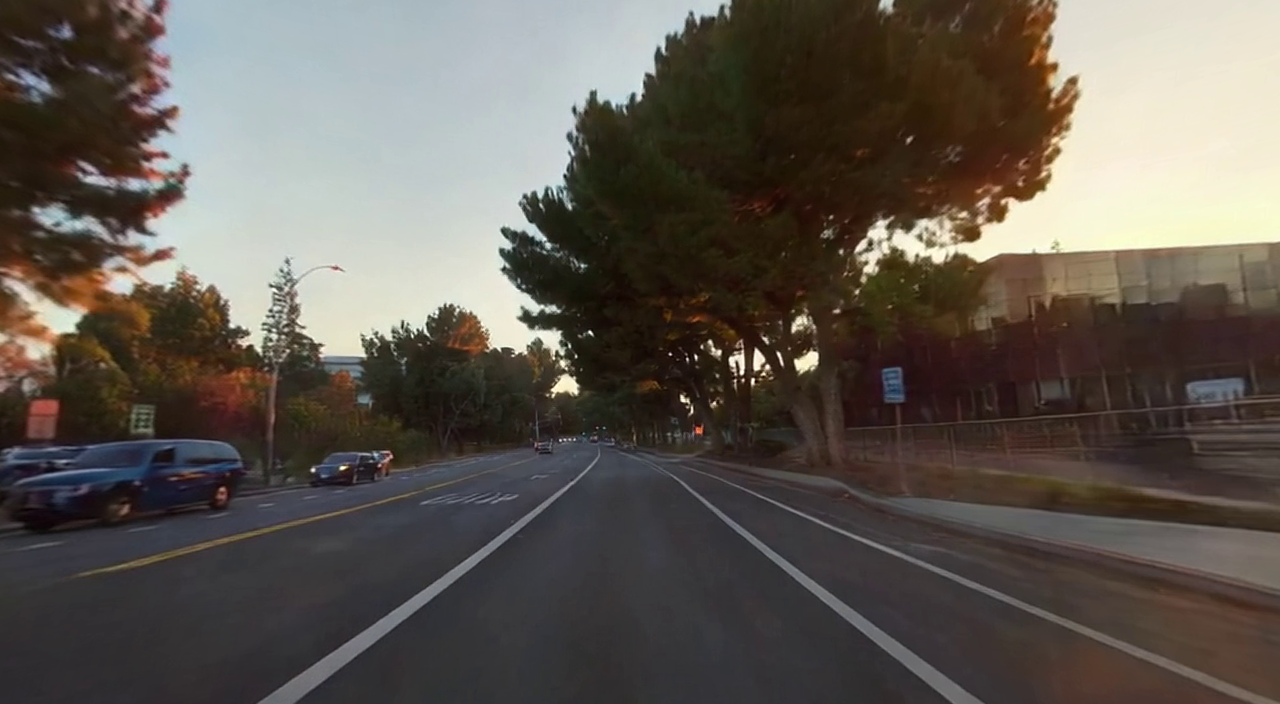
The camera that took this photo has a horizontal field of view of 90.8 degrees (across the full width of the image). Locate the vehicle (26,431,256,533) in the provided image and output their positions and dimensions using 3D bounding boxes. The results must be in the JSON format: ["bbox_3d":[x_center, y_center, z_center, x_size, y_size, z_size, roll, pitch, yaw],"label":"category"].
[{"bbox_3d":[-13.111,3.346,17.261,2.314,2.144,5.403,-3,-7,-6],"label":"vehicle"}]

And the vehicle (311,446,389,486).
[{"bbox_3d":[-14.181,5.611,31.203,2.090,1.680,4.434,-2,-9,-4],"label":"vehicle"}]
